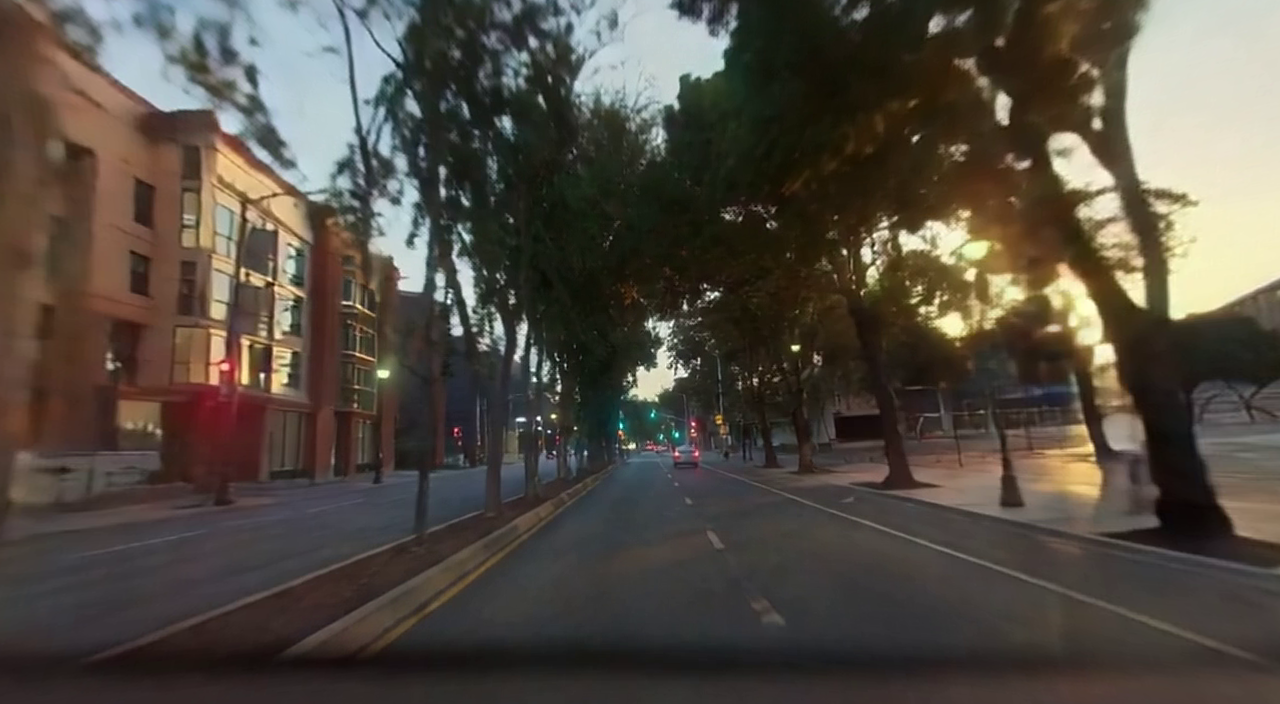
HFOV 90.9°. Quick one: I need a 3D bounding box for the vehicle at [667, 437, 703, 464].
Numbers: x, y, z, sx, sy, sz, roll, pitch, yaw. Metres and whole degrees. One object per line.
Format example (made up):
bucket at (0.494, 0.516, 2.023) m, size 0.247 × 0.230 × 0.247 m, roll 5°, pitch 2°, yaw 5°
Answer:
vehicle at (3.055, 6.832, 43.721) m, size 2.129 × 1.719 × 4.205 m, roll 0°, pitch -9°, yaw 0°
